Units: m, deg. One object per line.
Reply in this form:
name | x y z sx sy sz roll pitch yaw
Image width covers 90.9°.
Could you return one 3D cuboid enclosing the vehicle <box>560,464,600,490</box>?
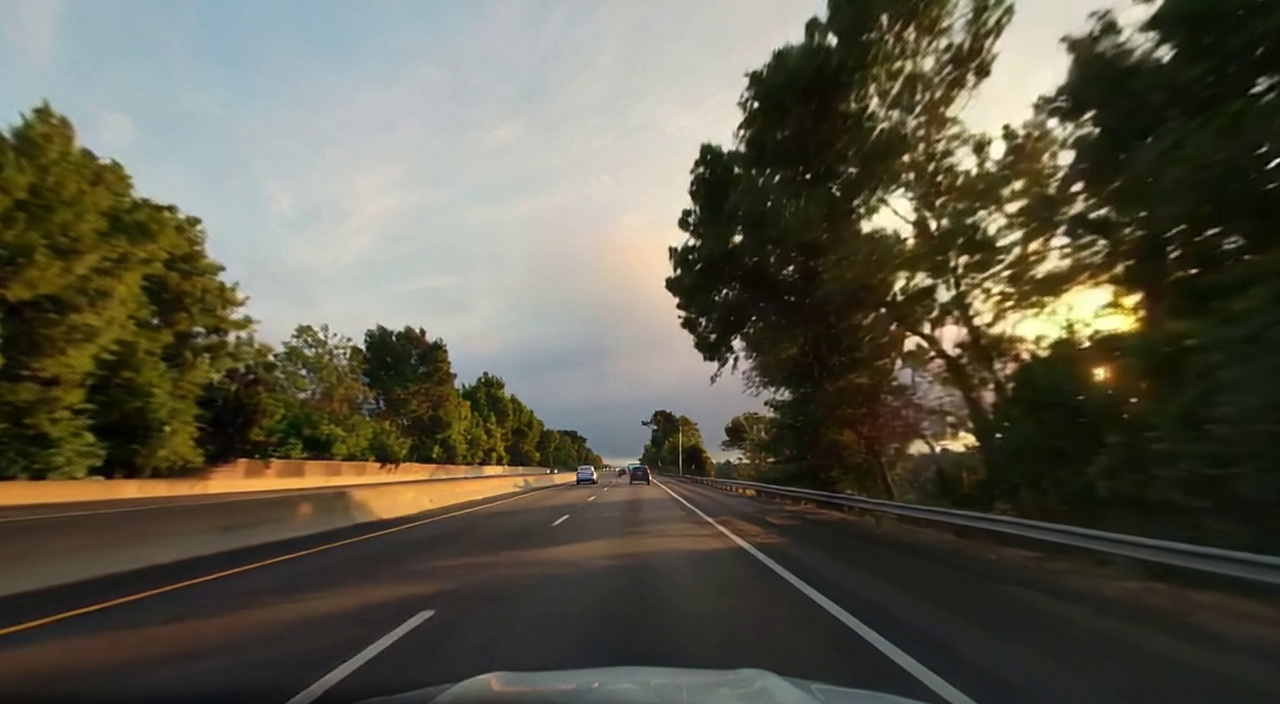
vehicle | -3.766 7.967 40.229 2.109 1.532 4.234 1 -11 0
